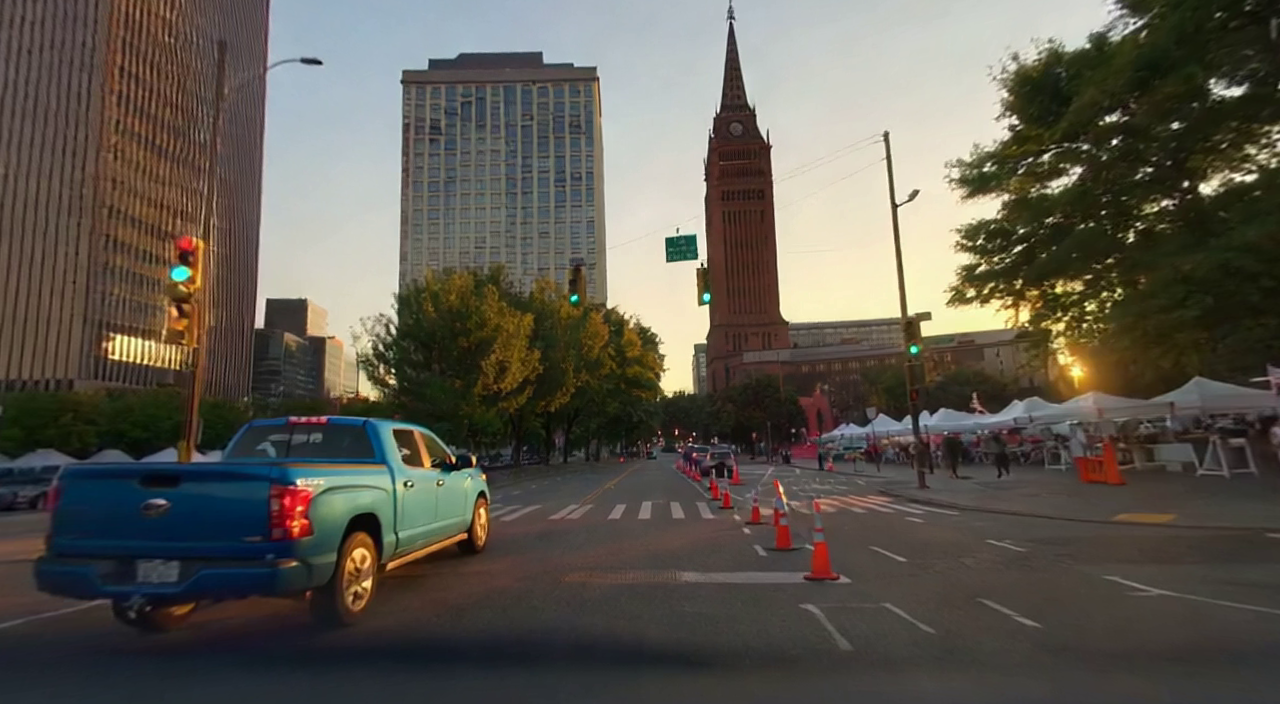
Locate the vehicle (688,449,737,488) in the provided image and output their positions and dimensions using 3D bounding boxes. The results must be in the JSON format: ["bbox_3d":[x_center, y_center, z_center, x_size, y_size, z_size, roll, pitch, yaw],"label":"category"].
[{"bbox_3d":[3.322,5.283,28.884,2.023,1.607,4.225,-2,-9,7],"label":"vehicle"}]

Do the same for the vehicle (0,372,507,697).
[{"bbox_3d":[-3.311,1.538,6.741,2.452,1.954,5.653,-1,-9,1],"label":"vehicle"}]
